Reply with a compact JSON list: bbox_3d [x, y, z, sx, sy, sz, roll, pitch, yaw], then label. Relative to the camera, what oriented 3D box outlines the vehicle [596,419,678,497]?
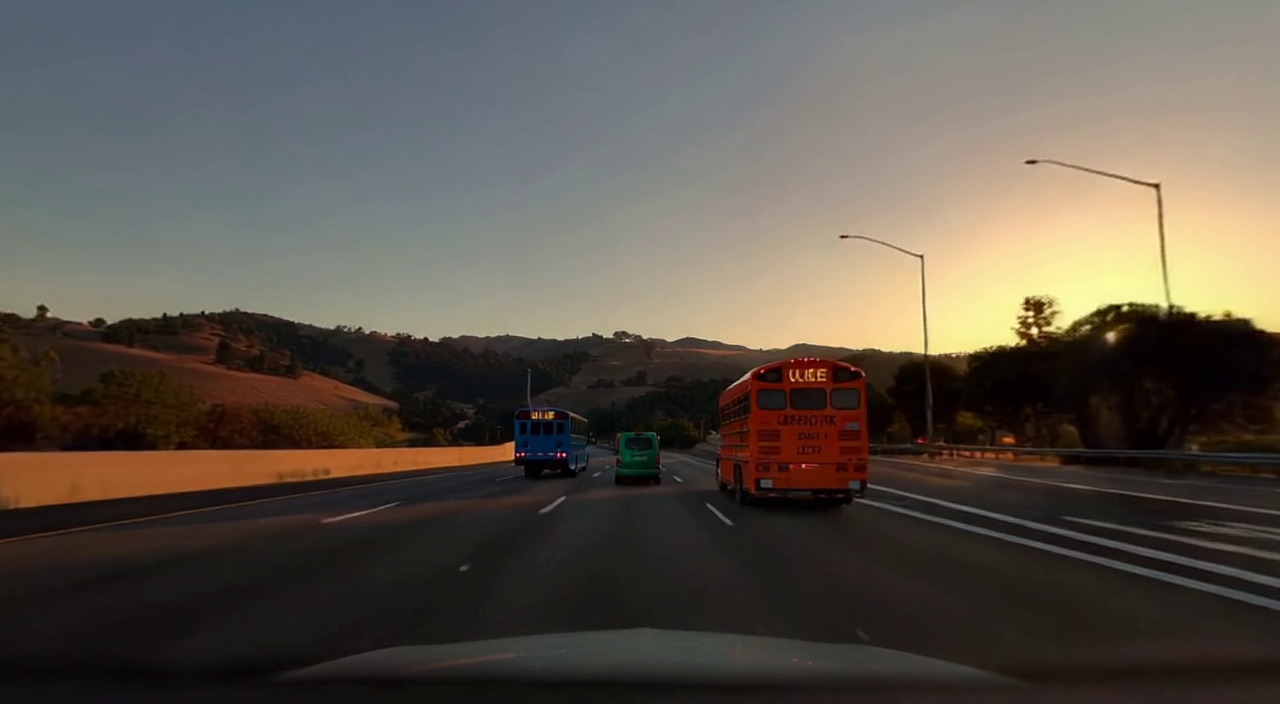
[{"bbox_3d":[-0.152,2.980,18.018,2.037,1.929,4.343,0,-8,-2],"label":"vehicle"}]

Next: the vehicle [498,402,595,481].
[{"bbox_3d":[-3.872,4.033,28.302,2.947,3.009,7.991,0,-8,1],"label":"vehicle"}]

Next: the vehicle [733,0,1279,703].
[{"bbox_3d":[3.942,0.576,9.279,3.006,4.101,13.245,0,-8,-1],"label":"vehicle"}]
